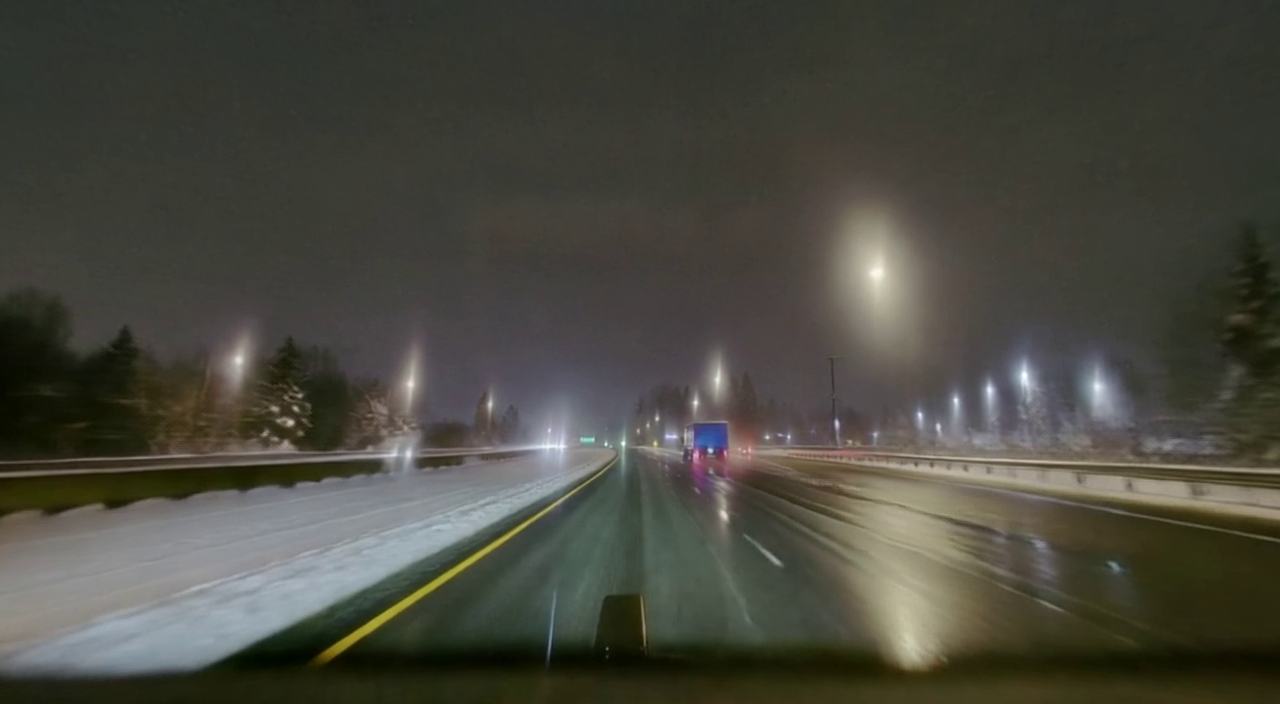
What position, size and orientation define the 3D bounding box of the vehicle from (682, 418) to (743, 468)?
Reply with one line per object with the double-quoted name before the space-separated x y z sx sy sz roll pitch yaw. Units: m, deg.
"vehicle" 3.822 5.016 34.689 2.430 2.495 6.062 0 -8 -2
